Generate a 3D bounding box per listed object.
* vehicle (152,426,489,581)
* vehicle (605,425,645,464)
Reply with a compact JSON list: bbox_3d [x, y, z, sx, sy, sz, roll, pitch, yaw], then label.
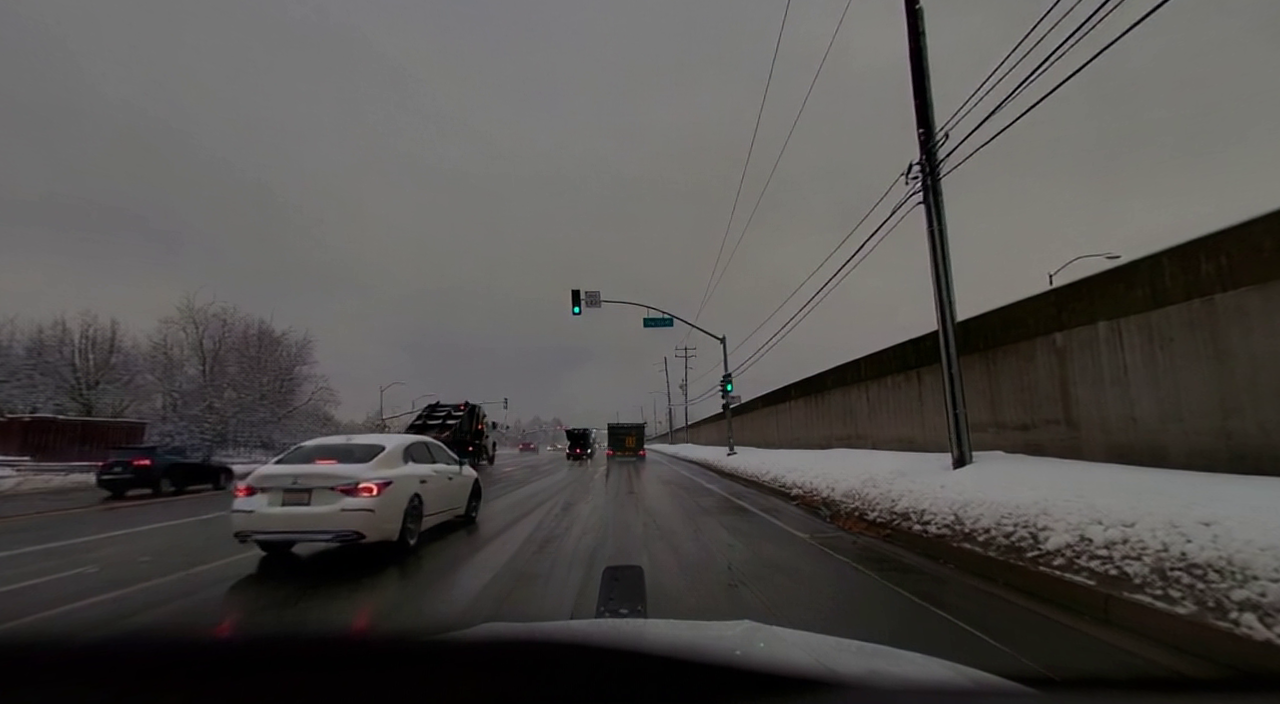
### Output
[{"bbox_3d":[-3.705,1.839,8.656,2.019,1.480,4.966,0,-8,0],"label":"vehicle"},{"bbox_3d":[-0.963,5.832,39.813,2.355,2.305,5.336,0,-8,-1],"label":"vehicle"}]
